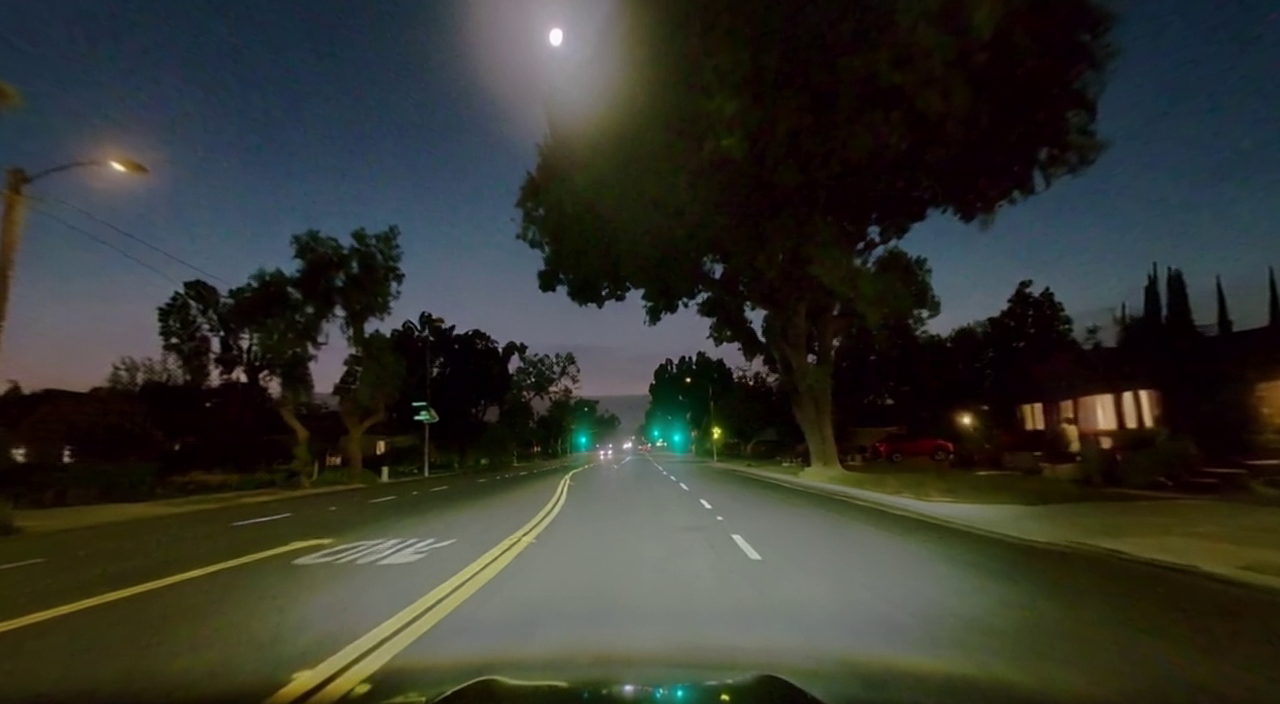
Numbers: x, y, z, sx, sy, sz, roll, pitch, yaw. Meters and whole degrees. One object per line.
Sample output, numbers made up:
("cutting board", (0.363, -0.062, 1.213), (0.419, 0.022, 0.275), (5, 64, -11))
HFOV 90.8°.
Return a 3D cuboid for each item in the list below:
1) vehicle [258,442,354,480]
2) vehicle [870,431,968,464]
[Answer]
("vehicle", (-18.042, 5.880, 34.490), (2.161, 1.873, 5.514), (0, -8, 1))
("vehicle", (15.695, 5.385, 35.699), (4.548, 1.535, 1.882), (-4, -9, 3))
